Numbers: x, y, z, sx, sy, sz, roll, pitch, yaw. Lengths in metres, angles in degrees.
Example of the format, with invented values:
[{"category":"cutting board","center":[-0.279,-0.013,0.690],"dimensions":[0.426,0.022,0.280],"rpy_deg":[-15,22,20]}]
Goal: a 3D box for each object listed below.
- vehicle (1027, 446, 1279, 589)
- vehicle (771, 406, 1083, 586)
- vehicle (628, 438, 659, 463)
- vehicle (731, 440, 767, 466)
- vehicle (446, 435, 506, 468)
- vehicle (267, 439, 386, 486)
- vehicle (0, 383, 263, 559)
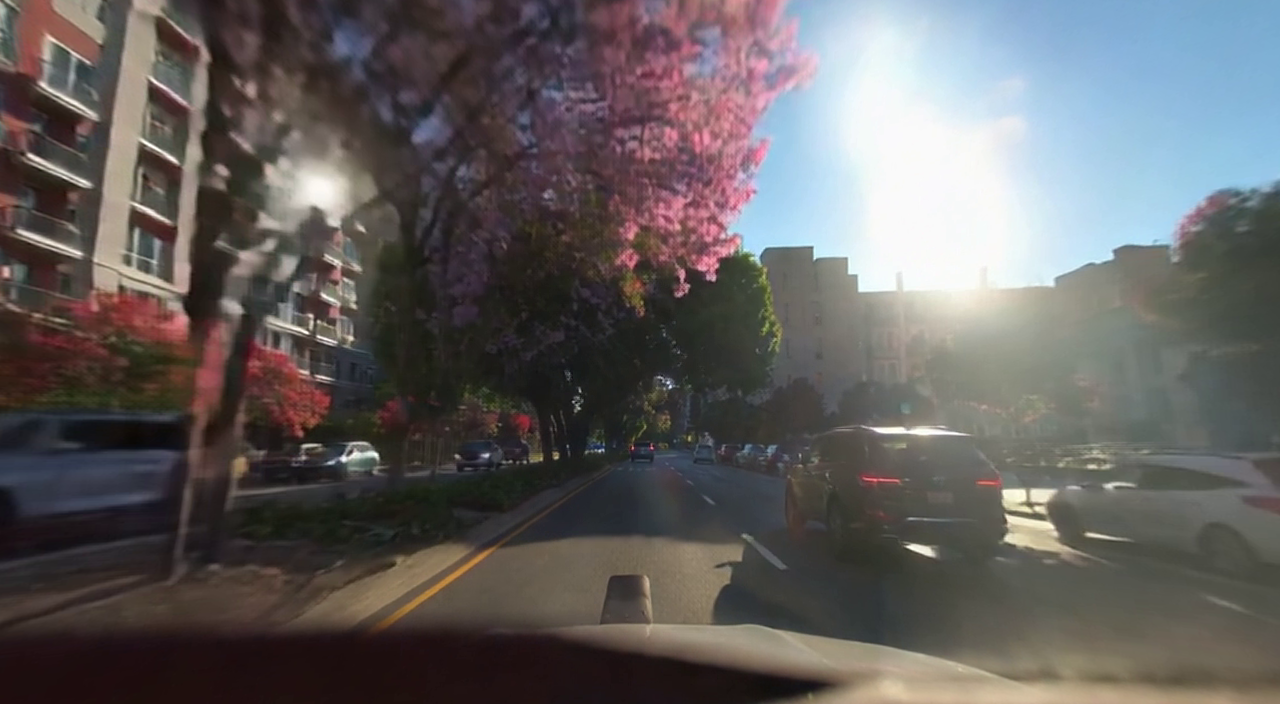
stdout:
[{"category":"vehicle","center":[7.651,2.061,8.765],"dimensions":[1.821,1.462,4.382],"rpy_deg":[0,-8,1]},{"category":"vehicle","center":[3.289,1.743,8.513],"dimensions":[2.071,1.747,4.549],"rpy_deg":[0,-8,0]},{"category":"vehicle","center":[0.271,7.366,47.314],"dimensions":[2.244,1.813,4.129],"rpy_deg":[0,-8,1]},{"category":"vehicle","center":[7.903,7.362,46.090],"dimensions":[1.895,1.799,4.265],"rpy_deg":[0,-8,0]},{"category":"vehicle","center":[-8.791,5.398,34.233],"dimensions":[2.042,1.654,4.504],"rpy_deg":[0,-8,0]},{"category":"vehicle","center":[-11.371,4.027,23.305],"dimensions":[2.053,1.545,4.417],"rpy_deg":[0,-8,1]},{"category":"vehicle","center":[-8.069,1.535,8.512],"dimensions":[2.249,1.898,5.815],"rpy_deg":[0,-8,1]}]
